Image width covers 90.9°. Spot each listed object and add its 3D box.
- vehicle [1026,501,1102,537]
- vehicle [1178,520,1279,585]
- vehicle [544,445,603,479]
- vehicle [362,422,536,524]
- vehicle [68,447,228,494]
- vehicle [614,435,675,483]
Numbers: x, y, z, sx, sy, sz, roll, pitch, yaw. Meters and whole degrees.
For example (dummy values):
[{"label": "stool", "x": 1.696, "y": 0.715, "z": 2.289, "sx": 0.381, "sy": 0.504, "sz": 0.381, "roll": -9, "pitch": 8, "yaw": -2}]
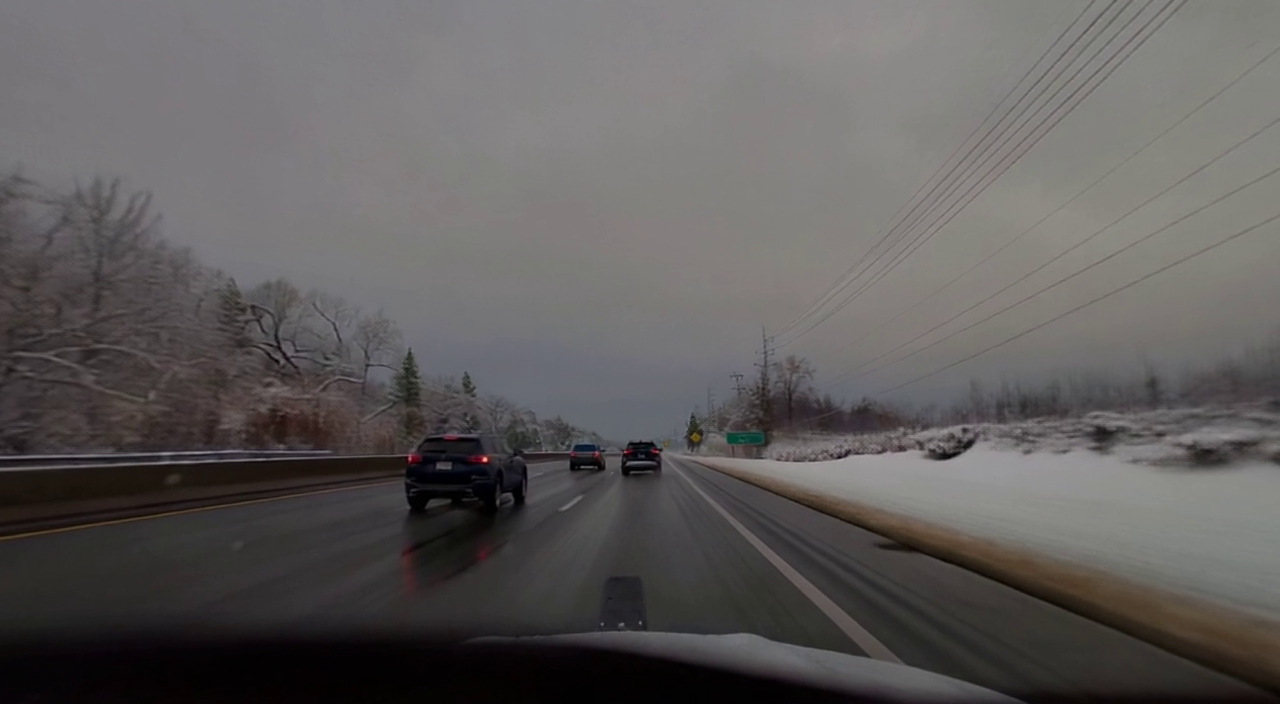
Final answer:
[{"label": "vehicle", "x": 24.730, "y": 9.733, "z": 36.979, "sx": 1.985, "sy": 1.513, "sz": 4.339, "roll": -1, "pitch": -8, "yaw": 9}, {"label": "vehicle", "x": 22.477, "y": 7.259, "z": 22.988, "sx": 1.826, "sy": 1.625, "sz": 4.758, "roll": -1, "pitch": -9, "yaw": 6}, {"label": "vehicle", "x": -3.042, "y": 5.139, "z": 29.817, "sx": 2.092, "sy": 1.464, "sz": 4.466, "roll": 0, "pitch": -9, "yaw": 2}, {"label": "vehicle", "x": -3.707, "y": 2.451, "z": 13.282, "sx": 2.104, "sy": 1.754, "sz": 4.515, "roll": 0, "pitch": -9, "yaw": 2}, {"label": "vehicle", "x": -16.788, "y": 4.018, "z": 21.875, "sx": 1.839, "sy": 1.451, "sz": 4.462, "roll": 0, "pitch": -9, "yaw": 2}, {"label": "vehicle", "x": 0.219, "y": 4.413, "z": 26.324, "sx": 2.319, "sy": 1.813, "sz": 4.274, "roll": 0, "pitch": -9, "yaw": 2}]
